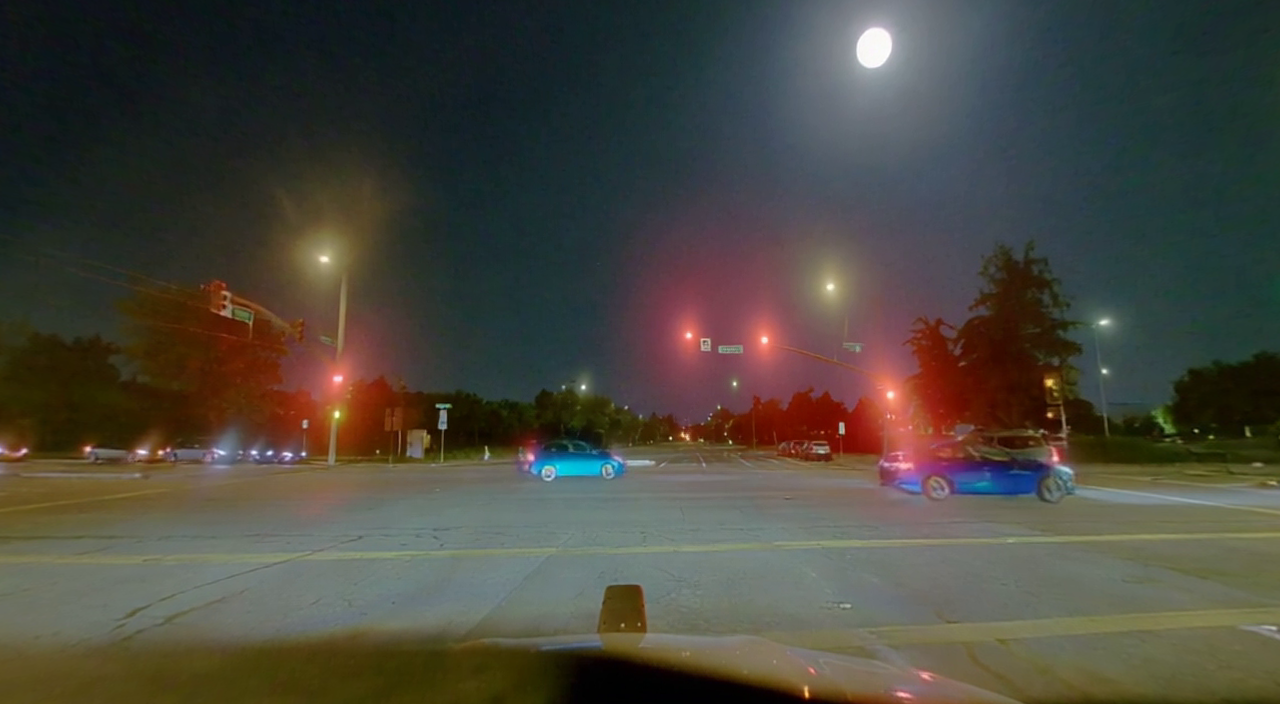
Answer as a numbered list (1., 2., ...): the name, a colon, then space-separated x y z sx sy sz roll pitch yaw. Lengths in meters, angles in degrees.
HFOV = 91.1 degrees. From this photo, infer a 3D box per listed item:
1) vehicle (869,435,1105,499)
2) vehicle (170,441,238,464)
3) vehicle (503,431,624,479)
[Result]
1. vehicle: 8.923 2.989 16.506 5.000 1.559 1.960 0 -8 0
2. vehicle: -29.105 6.696 42.033 1.696 1.431 3.686 -1 -8 3
3. vehicle: -3.015 4.057 25.011 4.346 1.753 1.994 5 -10 -31
